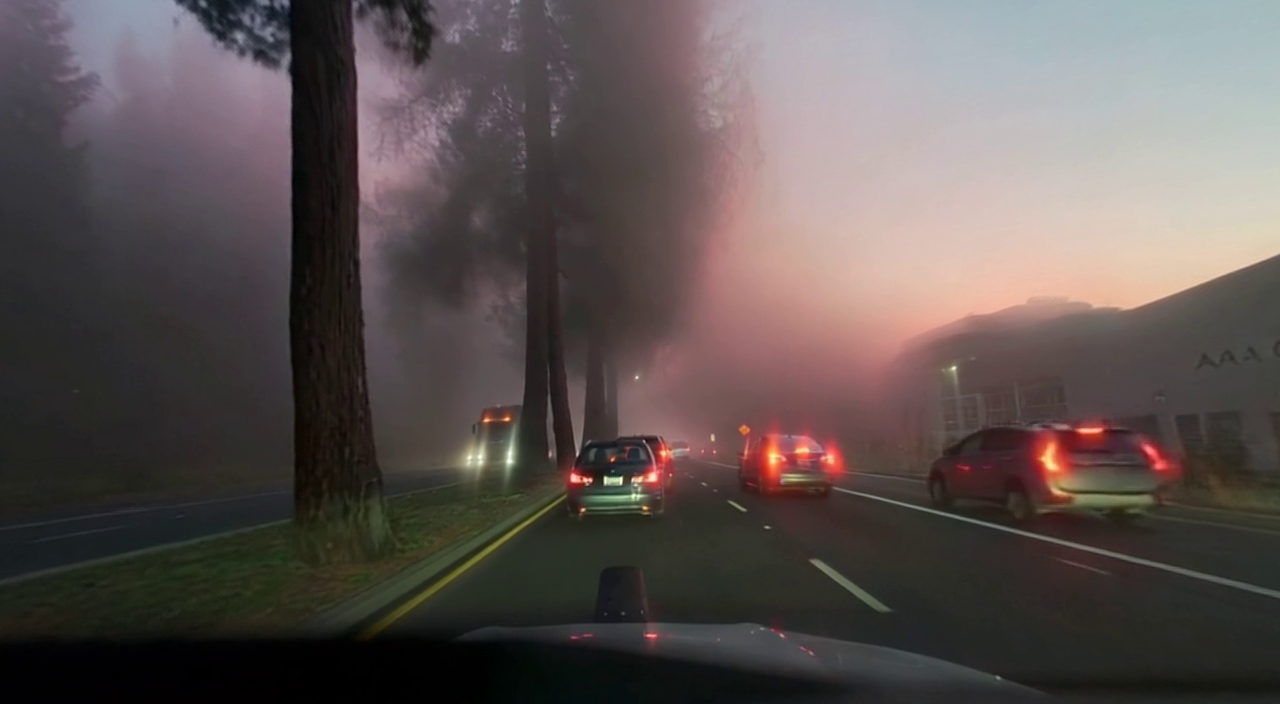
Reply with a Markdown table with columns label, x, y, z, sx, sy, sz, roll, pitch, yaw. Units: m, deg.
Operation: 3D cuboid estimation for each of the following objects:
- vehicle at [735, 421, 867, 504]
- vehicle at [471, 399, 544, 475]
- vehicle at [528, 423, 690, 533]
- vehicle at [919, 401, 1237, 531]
| label | x | y | z | sx | sy | sz | roll | pitch | yaw |
| --- | --- | --- | --- | --- | --- | --- | --- | --- | --- |
| vehicle | 3.814 | 2.719 | 15.831 | 2.090 | 1.763 | 4.560 | 0 | -8 | 0 |
| vehicle | -8.053 | 5.338 | 39.082 | 3.043 | 4.303 | 6.343 | 0 | -8 | 1 |
| vehicle | -0.437 | 2.116 | 11.102 | 2.315 | 1.563 | 4.080 | 0 | -8 | 0 |
| vehicle | 7.680 | 2.079 | 11.976 | 2.425 | 1.936 | 5.081 | 0 | -8 | 1 |
